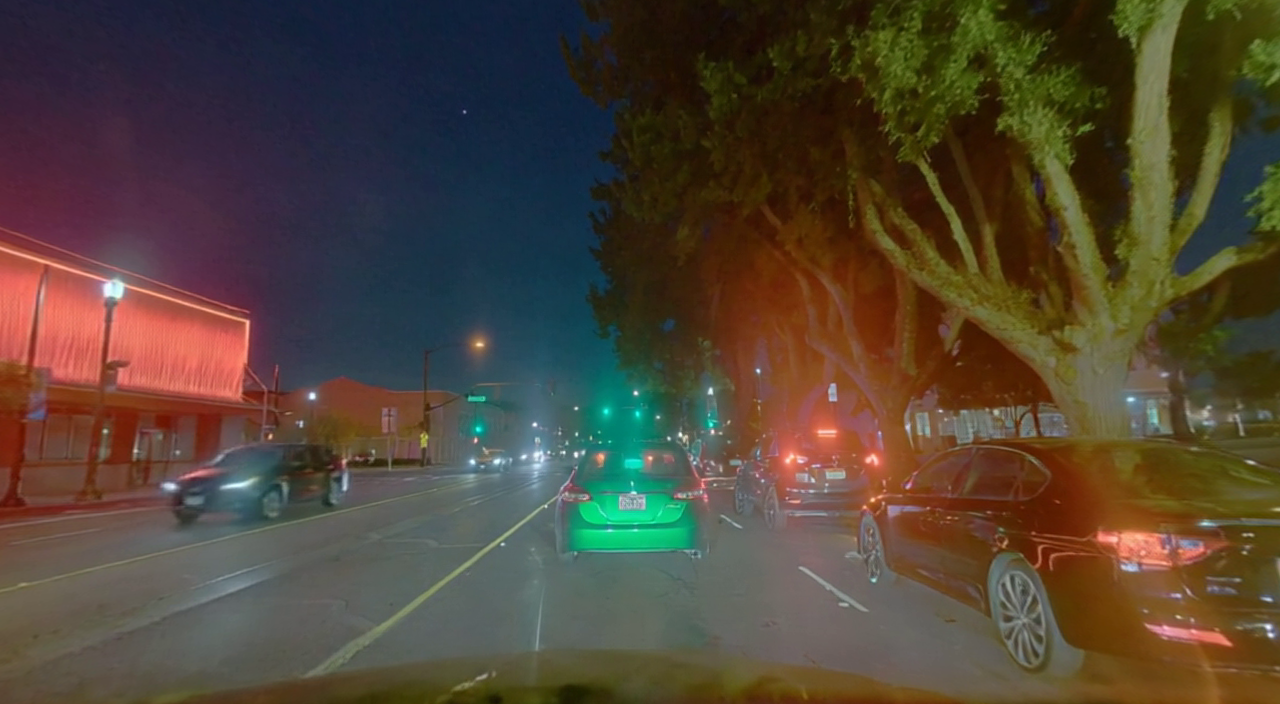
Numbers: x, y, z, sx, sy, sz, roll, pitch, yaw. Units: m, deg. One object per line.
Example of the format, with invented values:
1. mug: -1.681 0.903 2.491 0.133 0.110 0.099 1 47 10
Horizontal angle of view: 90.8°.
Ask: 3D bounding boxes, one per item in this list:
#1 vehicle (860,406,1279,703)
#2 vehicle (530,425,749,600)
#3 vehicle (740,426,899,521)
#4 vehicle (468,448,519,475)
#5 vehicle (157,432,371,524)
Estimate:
1. vehicle: 3.310 1.255 4.476 1.988 1.480 4.195 0 -9 0
2. vehicle: -0.020 1.655 7.297 1.887 1.487 3.535 0 -9 0
3. vehicle: 3.536 2.482 13.412 2.025 1.660 4.263 0 -9 -1
4. vehicle: -8.306 6.224 36.209 1.850 1.417 4.321 0 -9 1
5. vehicle: -8.045 2.715 14.175 2.079 1.695 4.374 0 -9 0
